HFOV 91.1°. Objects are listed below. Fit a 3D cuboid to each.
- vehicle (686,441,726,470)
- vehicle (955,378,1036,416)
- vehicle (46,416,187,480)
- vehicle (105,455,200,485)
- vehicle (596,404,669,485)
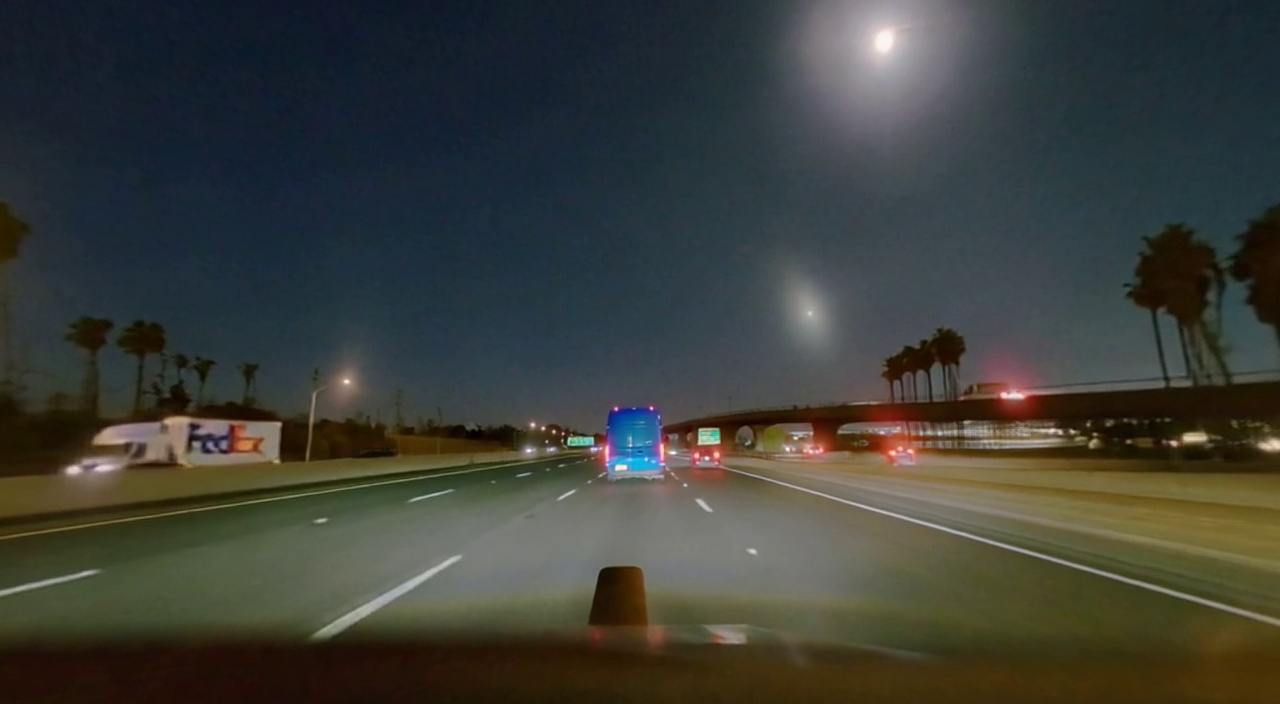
[{"bbox_3d":[3.963,6.233,38.135,1.987,1.648,3.984,0,-9,0],"label":"vehicle"},{"bbox_3d":[24.826,3.247,44.126,2.445,2.240,5.659,-2,-8,2],"label":"vehicle"},{"bbox_3d":[-36.012,6.692,43.710,2.962,3.998,7.500,0,-9,2],"label":"vehicle"},{"bbox_3d":[-28.086,6.808,36.385,1.806,1.532,4.456,0,-9,1],"label":"vehicle"},{"bbox_3d":[-0.148,3.631,24.690,2.476,2.776,5.598,-1,-9,3],"label":"vehicle"}]
